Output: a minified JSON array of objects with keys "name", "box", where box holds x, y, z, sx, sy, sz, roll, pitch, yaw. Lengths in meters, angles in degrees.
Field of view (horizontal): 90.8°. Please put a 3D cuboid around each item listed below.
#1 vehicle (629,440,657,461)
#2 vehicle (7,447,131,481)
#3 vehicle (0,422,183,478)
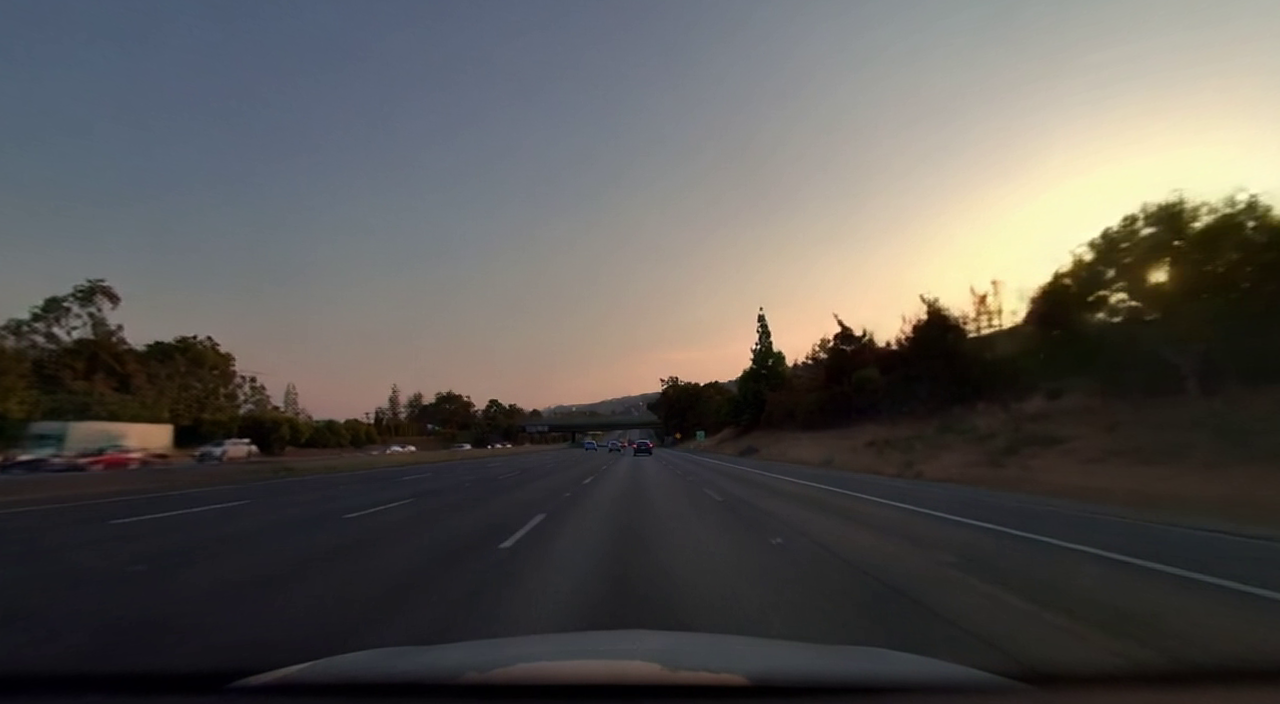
[{"name":"vehicle","box":[0.168,7.531,48.544,2.021,1.528,4.154,0,-8,-1]},{"name":"vehicle","box":[-28.167,5.509,31.395,1.907,1.472,4.580,0,-8,0]},{"name":"vehicle","box":[-36.391,6.517,42.168,2.787,3.117,12.210,0,-9,-1]}]
